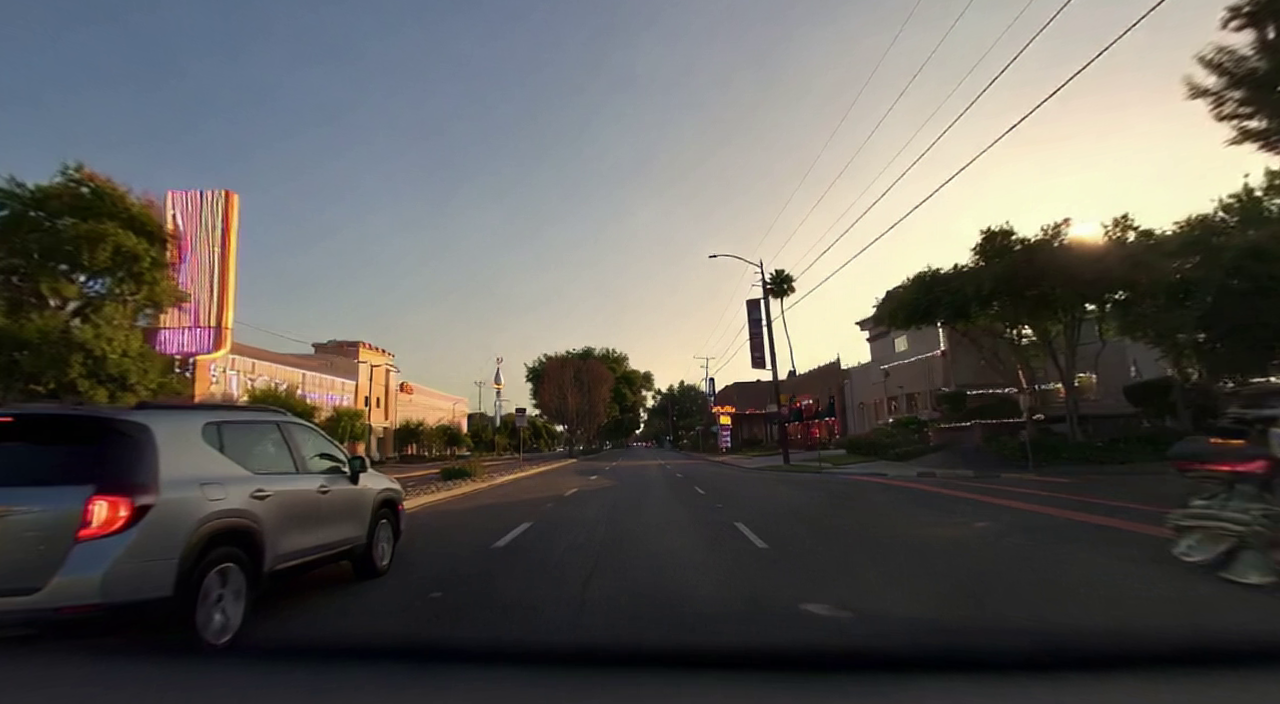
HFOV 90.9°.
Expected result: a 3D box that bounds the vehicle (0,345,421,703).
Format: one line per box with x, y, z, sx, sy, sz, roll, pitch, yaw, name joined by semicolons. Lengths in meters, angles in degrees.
-3.517;1.154;4.701;2.062;1.693;4.669;0;-8;0;vehicle
